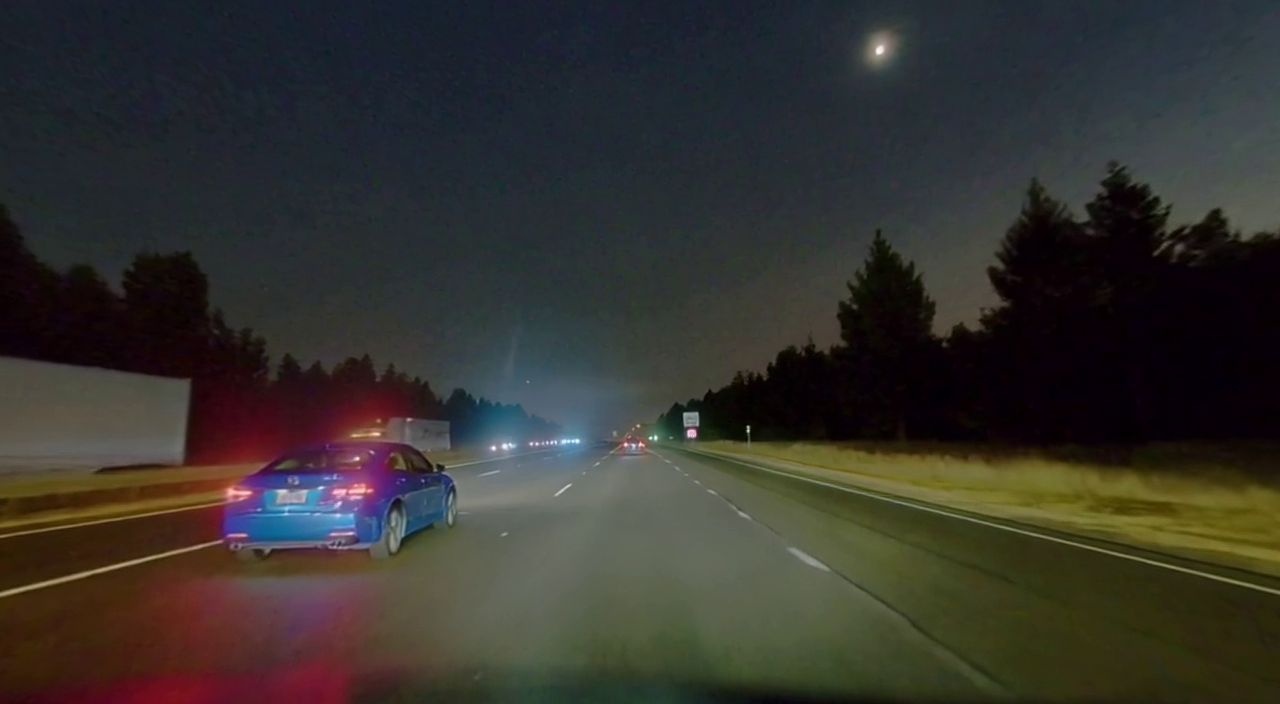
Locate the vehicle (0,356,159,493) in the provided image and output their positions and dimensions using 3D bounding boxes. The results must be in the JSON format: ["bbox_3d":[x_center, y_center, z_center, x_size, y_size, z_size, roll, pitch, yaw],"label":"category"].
[{"bbox_3d":[-18.754,1.740,15.361,2.854,3.673,14.630,0,-8,-1],"label":"vehicle"}]

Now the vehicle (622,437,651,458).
[{"bbox_3d":[-0.333,7.012,46.409,2.028,1.440,3.690,0,-8,-2],"label":"vehicle"}]
